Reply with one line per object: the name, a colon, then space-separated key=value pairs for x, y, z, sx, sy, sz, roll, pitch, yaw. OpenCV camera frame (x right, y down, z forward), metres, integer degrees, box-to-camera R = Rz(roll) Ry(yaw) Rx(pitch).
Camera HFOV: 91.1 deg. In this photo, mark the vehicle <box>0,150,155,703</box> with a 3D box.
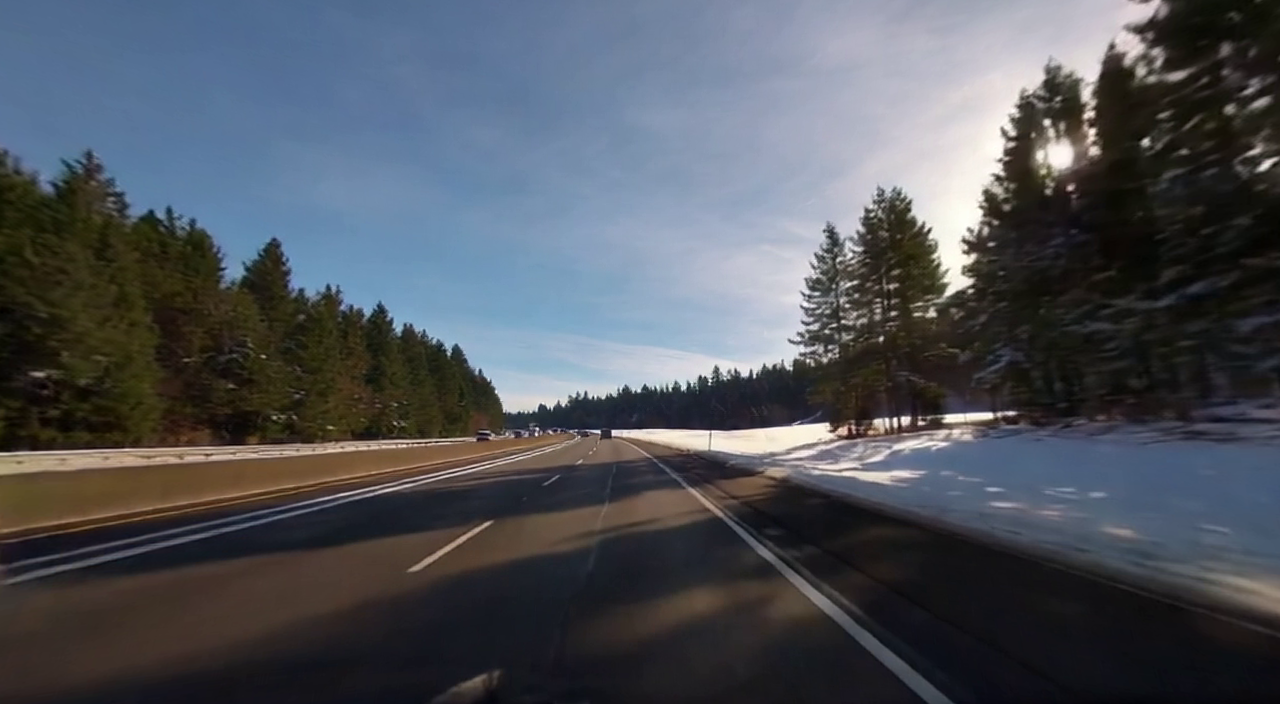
vehicle: x=-4.011 y=0.125 z=0.674 sx=2.561 sy=2.509 sz=5.465 roll=0 pitch=-8 yaw=0
